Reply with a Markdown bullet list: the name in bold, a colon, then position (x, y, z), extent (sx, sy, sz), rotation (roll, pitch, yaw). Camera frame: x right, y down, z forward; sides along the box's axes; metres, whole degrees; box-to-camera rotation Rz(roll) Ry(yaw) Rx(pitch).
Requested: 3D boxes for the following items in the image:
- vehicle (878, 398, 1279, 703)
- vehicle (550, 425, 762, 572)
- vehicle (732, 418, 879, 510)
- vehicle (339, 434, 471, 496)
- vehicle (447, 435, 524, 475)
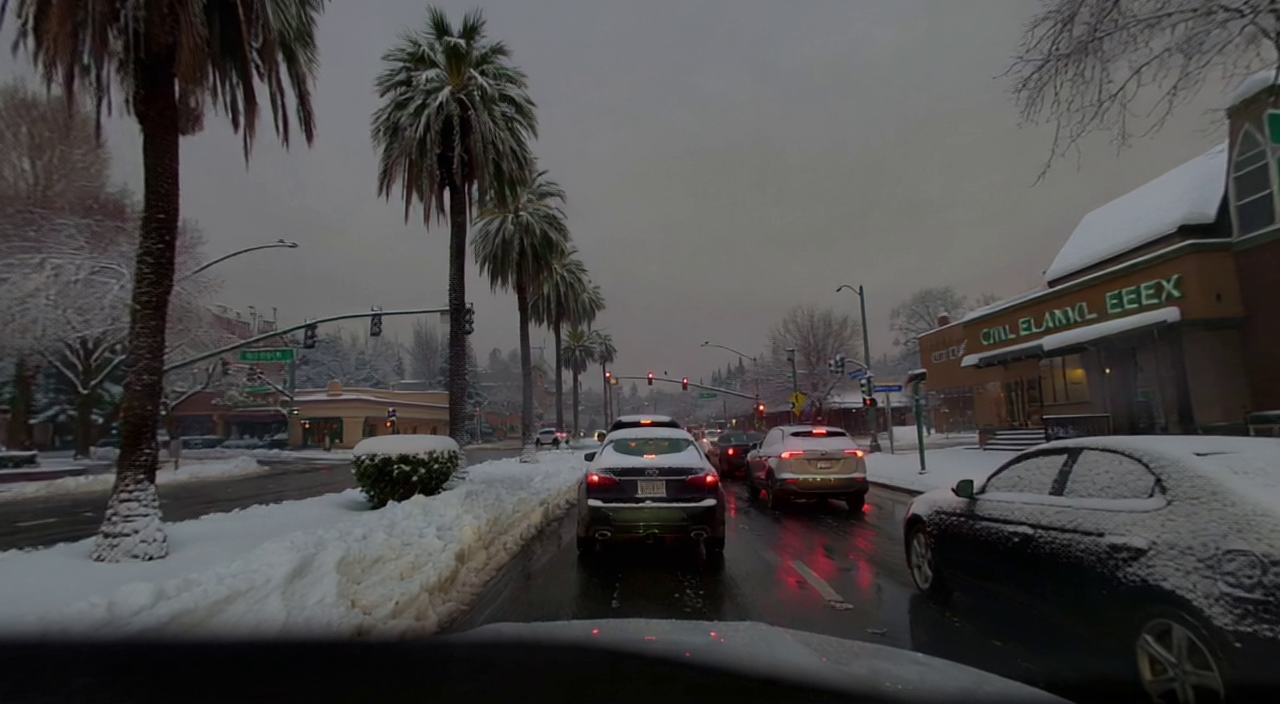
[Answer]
- **vehicle**: position (3.544, 1.222, 4.470), extent (1.910, 1.490, 4.661), rotation (0, -8, 1)
- **vehicle**: position (0.178, 1.785, 8.460), extent (2.140, 1.474, 4.026), rotation (0, -8, 0)
- **vehicle**: position (3.497, 2.469, 14.305), extent (2.169, 1.751, 4.276), rotation (0, -8, 0)
- **vehicle**: position (-6.251, 3.050, 17.382), extent (1.900, 1.487, 4.165), rotation (0, -8, 2)
- **vehicle**: position (-6.049, 4.087, 25.212), extent (1.822, 1.456, 4.396), rotation (-1, -8, 2)
